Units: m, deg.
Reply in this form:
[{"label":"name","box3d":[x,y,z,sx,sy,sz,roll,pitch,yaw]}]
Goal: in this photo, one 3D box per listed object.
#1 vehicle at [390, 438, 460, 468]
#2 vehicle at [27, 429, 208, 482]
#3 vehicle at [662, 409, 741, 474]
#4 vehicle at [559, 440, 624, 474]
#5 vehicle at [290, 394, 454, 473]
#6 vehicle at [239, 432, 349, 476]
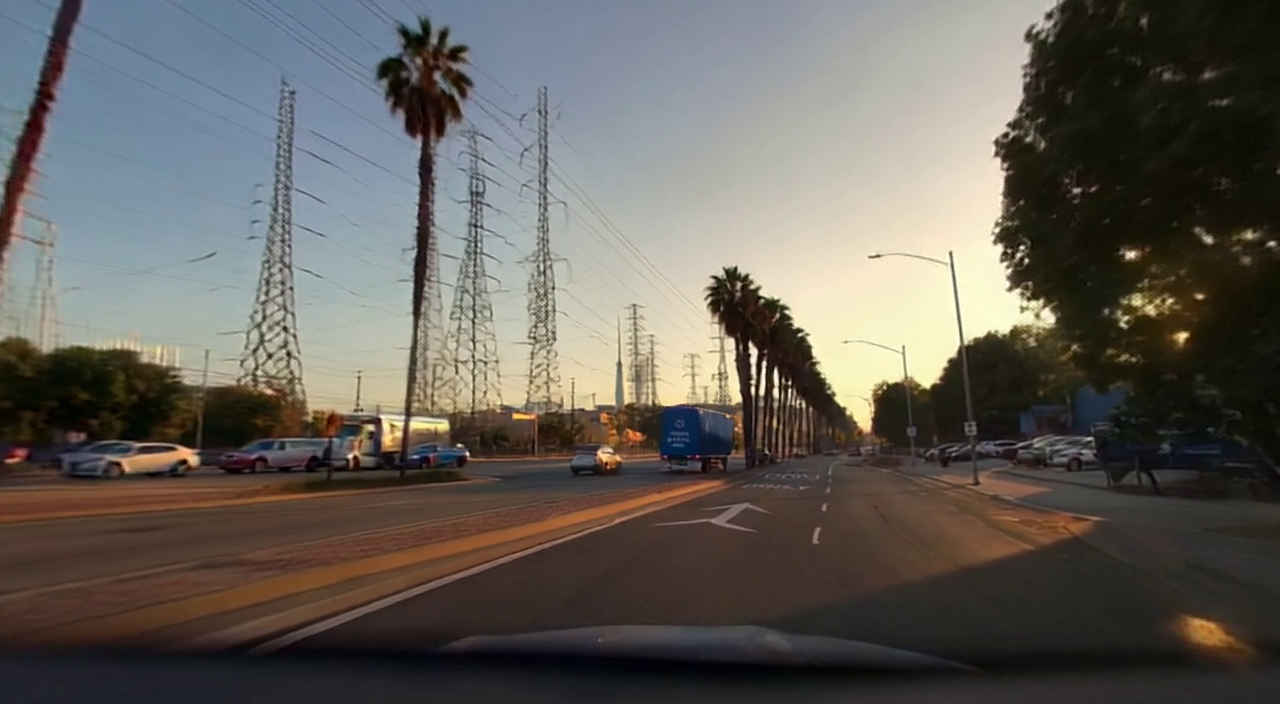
[{"label":"vehicle","box3d":[-12.964,6.110,38.353,1.751,1.639,4.434,-5,-10,16]},{"label":"vehicle","box3d":[-17.900,3.701,21.939,1.785,1.502,4.457,-6,-14,17]},{"label":"vehicle","box3d":[4.599,6.281,44.096,2.903,3.933,11.567,-3,-9,18]},{"label":"vehicle","box3d":[-2.980,6.708,40.586,2.266,1.950,5.866,-3,-9,16]},{"label":"vehicle","box3d":[-16.207,5.447,39.720,2.907,3.760,11.193,-5,-14,15]},{"label":"vehicle","box3d":[-15.920,4.823,29.352,1.833,1.578,4.412,-11,-15,17]}]
